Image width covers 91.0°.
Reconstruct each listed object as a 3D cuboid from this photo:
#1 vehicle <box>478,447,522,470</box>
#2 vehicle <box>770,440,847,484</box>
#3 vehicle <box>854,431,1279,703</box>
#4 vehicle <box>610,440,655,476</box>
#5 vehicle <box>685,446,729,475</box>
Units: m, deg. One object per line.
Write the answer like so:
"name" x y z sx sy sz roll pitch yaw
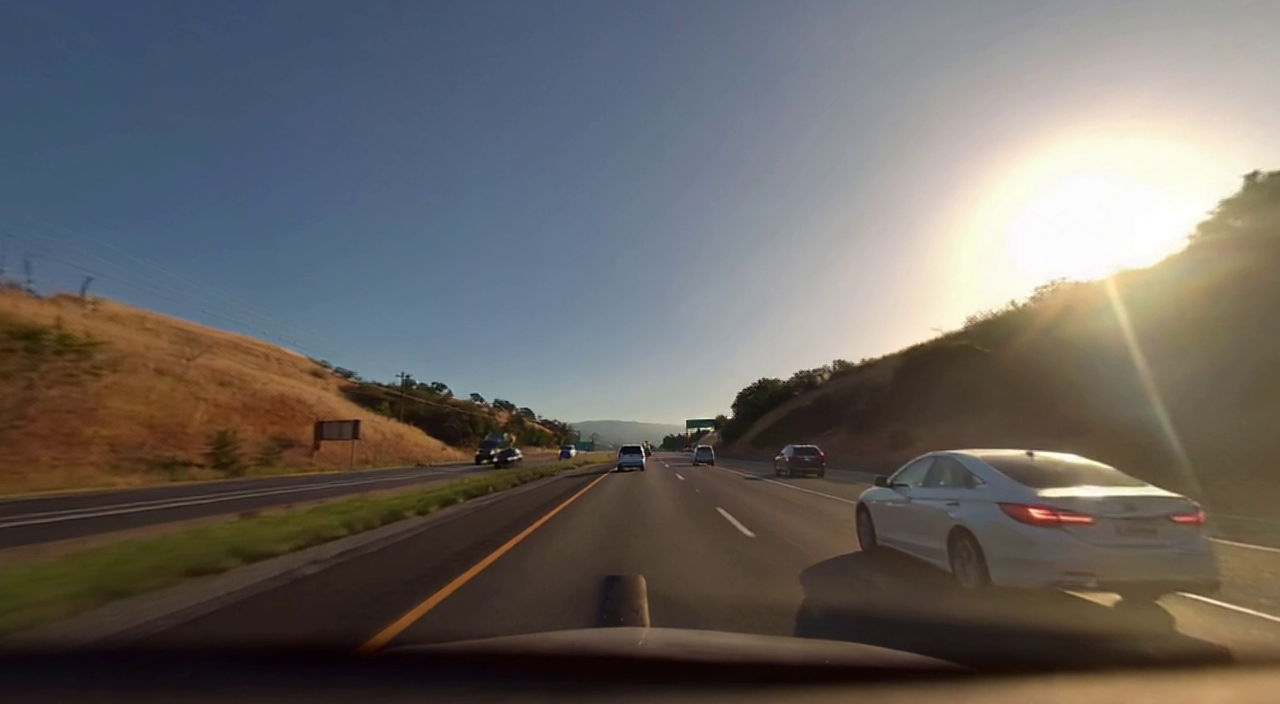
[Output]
"vehicle" -10.193 7.753 46.085 1.965 1.542 4.905 0 -9 2
"vehicle" 6.890 4.545 26.257 1.975 1.650 4.257 1 -9 0
"vehicle" 3.480 1.459 5.219 2.004 1.471 4.032 0 -9 0
"vehicle" -0.332 5.420 32.381 2.142 1.724 4.344 0 -9 1
"vehicle" 3.753 6.132 35.875 2.047 1.540 4.294 0 -9 0
